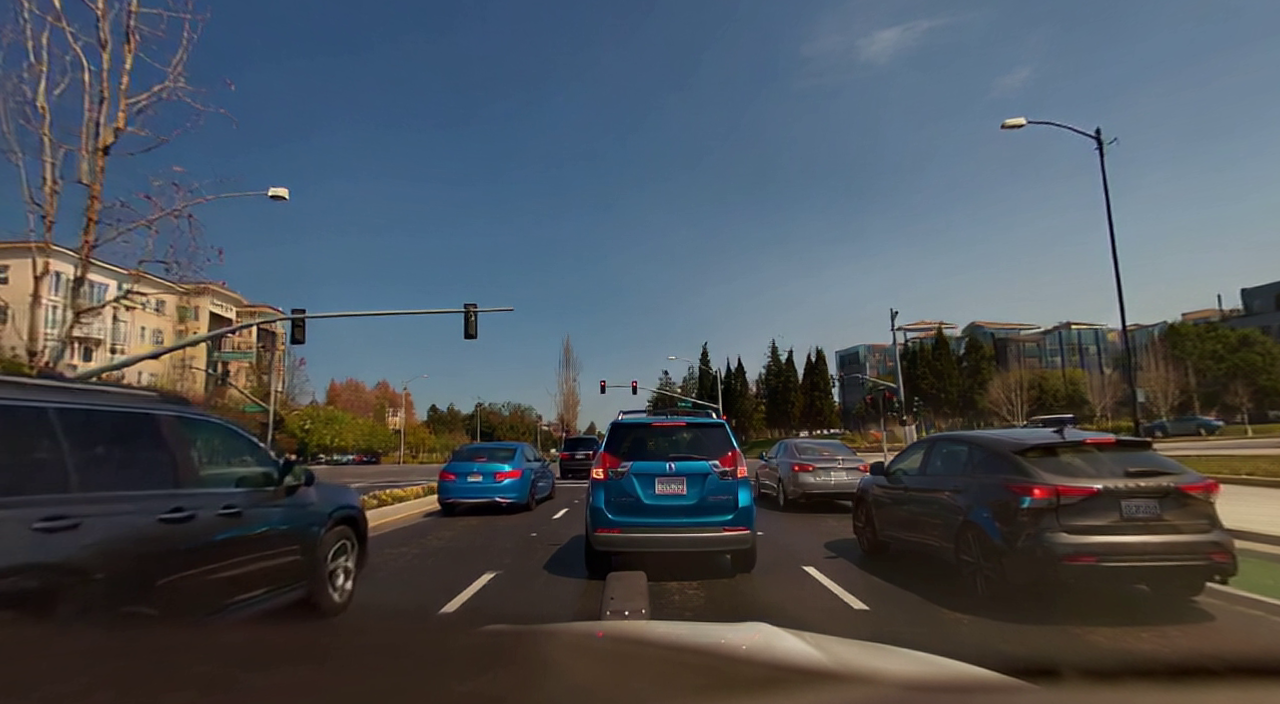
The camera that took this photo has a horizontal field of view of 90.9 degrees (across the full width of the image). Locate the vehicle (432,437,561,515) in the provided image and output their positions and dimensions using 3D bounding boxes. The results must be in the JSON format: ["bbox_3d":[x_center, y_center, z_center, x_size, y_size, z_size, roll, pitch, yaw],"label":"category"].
[{"bbox_3d":[-3.037,2.713,14.343,1.876,1.497,4.308,0,-8,1],"label":"vehicle"}]

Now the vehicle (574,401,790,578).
[{"bbox_3d":[0.417,1.704,8.587,2.172,1.764,4.338,0,-8,0],"label":"vehicle"}]

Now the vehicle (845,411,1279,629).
[{"bbox_3d":[3.900,1.538,6.735,1.954,1.592,3.992,0,-8,-2],"label":"vehicle"}]

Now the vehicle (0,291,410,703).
[{"bbox_3d":[-3.115,0.881,3.142,2.054,1.814,4.941,0,-8,0],"label":"vehicle"}]
